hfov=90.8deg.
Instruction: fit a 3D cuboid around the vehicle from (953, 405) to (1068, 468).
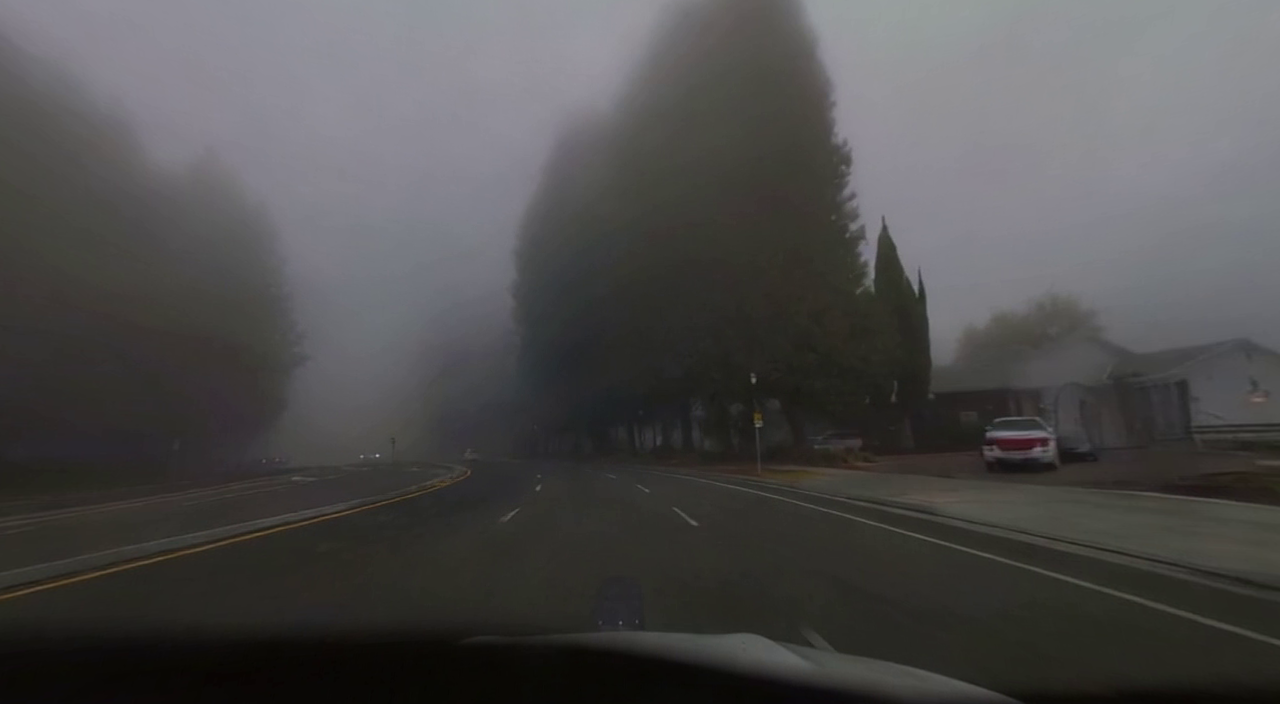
[{"bbox_3d":[12.791,2.948,21.648,2.110,1.863,4.977,-11,-13,42],"label":"vehicle"}]
